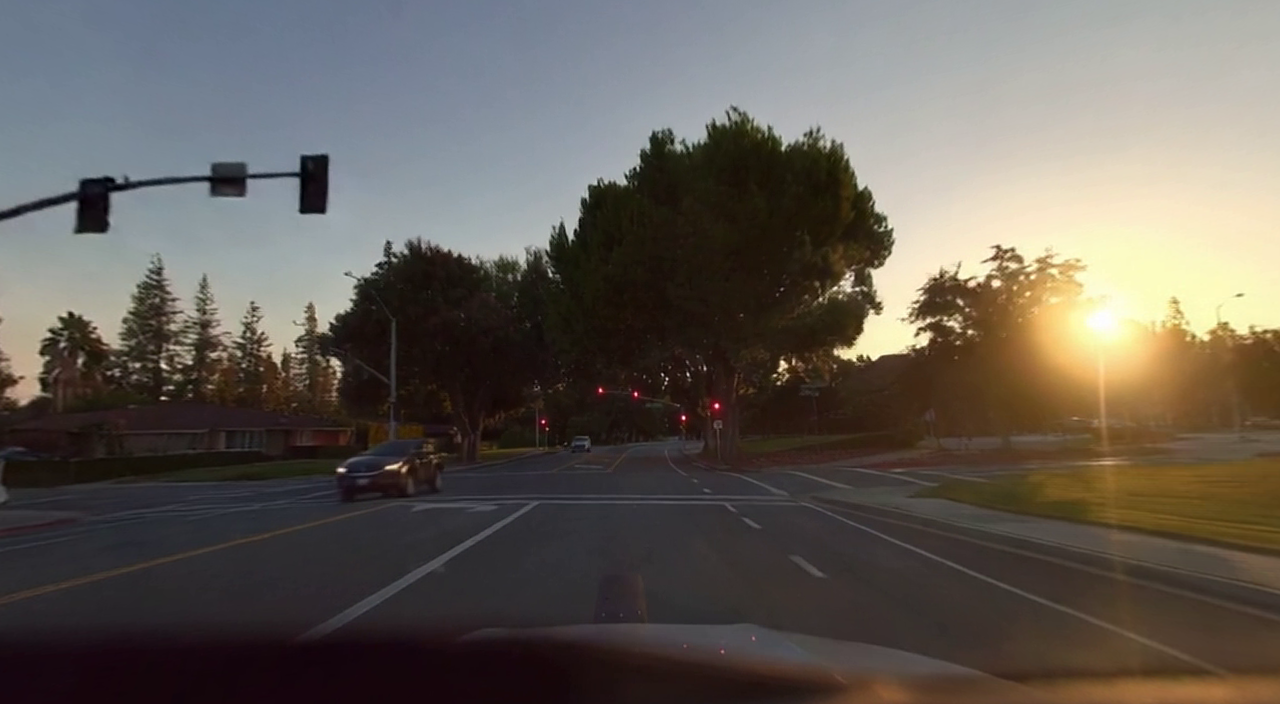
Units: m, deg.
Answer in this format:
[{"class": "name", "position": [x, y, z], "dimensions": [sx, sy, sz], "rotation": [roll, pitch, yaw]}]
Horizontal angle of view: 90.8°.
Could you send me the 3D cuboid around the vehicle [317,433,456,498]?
[{"class": "vehicle", "position": [-7.707, 3.492, 19.913], "dimensions": [2.262, 1.761, 4.966], "rotation": [0, -8, 1]}]
